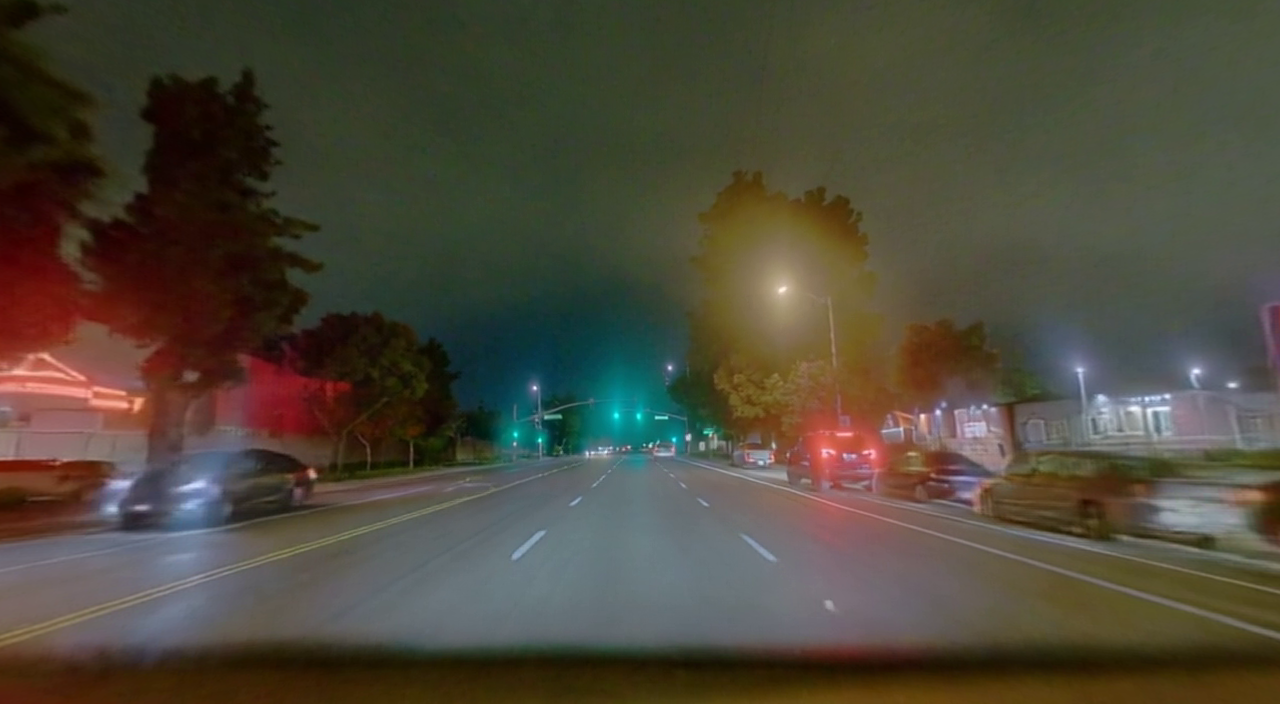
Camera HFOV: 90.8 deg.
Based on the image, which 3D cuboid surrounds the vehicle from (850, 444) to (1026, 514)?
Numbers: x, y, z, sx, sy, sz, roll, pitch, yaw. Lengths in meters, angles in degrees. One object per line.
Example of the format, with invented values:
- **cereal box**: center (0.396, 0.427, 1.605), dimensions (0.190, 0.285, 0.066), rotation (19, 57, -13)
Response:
- **vehicle**: center (7.220, 3.084, 16.084), dimensions (1.884, 1.458, 5.146), rotation (0, -8, -1)

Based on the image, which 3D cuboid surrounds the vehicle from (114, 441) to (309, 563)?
- **vehicle**: center (-7.345, 2.327, 10.799), dimensions (2.165, 1.567, 4.700), rotation (6, -10, -36)

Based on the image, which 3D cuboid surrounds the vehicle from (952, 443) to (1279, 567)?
- **vehicle**: center (7.192, 2.194, 10.073), dimensions (1.862, 1.464, 4.892), rotation (0, -8, -1)

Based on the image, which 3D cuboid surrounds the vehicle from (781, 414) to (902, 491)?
- **vehicle**: center (7.099, 3.653, 23.184), dimensions (2.323, 2.433, 5.901), rotation (0, -8, -2)

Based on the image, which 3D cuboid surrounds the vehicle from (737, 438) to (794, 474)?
- **vehicle**: center (6.995, 5.863, 35.830), dimensions (2.088, 1.848, 4.936), rotation (0, -9, -2)

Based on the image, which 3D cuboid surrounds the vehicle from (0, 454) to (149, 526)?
- **vehicle**: center (-14.458, 3.128, 14.699), dimensions (4.635, 1.457, 2.060), rotation (-2, -9, 10)
